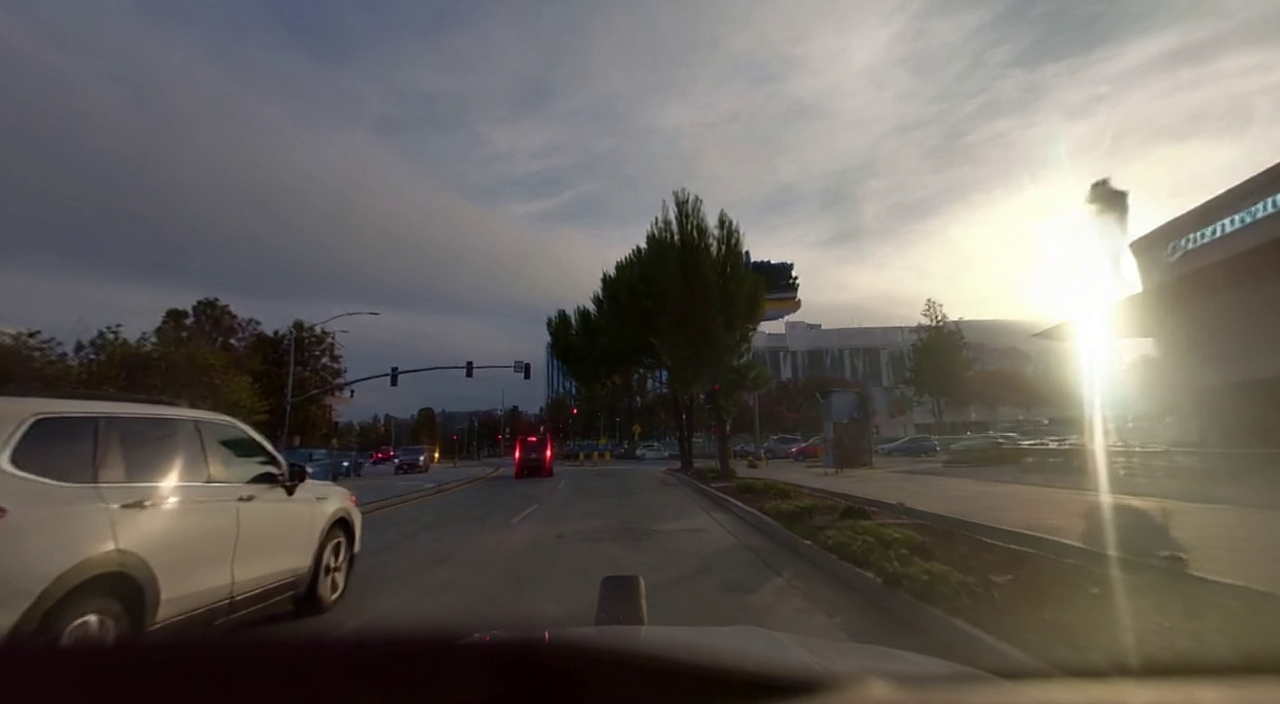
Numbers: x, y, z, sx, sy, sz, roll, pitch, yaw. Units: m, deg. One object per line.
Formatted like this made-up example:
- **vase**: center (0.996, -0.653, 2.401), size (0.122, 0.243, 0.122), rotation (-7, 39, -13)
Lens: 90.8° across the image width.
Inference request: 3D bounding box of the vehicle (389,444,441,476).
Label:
- **vehicle**: center (-12.186, 5.853, 34.506), size (1.925, 1.631, 4.250), rotation (1, -9, -10)

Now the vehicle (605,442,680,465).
- **vehicle**: center (0.146, 7.578, 47.457), size (5.257, 1.627, 2.161), rotation (-5, -10, 30)

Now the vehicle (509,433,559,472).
- **vehicle**: center (-5.290, 5.107, 32.092), size (2.134, 1.799, 5.082), rotation (1, -9, -6)

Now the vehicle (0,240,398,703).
- **vehicle**: center (-3.395, 0.665, 2.642), size (2.509, 1.885, 5.831), rotation (0, -9, -1)
